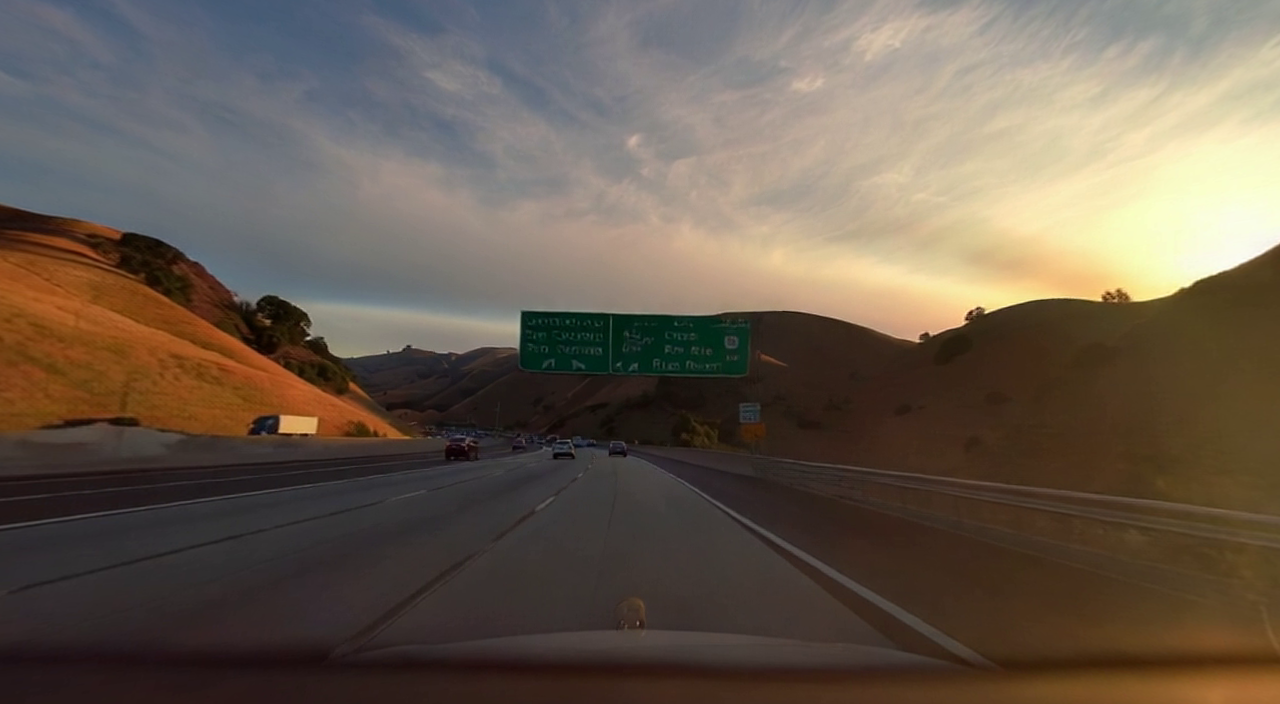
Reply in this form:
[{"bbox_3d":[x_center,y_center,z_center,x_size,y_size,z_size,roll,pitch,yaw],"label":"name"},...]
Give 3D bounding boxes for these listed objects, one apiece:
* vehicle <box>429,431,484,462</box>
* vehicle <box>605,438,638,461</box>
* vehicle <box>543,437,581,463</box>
[{"bbox_3d":[-12.080,6.281,41.846,2.219,1.923,4.985,0,-9,-1],"label":"vehicle"},{"bbox_3d":[-1.404,7.344,47.415,2.421,1.594,4.248,0,-9,-2],"label":"vehicle"},{"bbox_3d":[-5.105,6.492,41.658,2.060,1.631,4.214,0,-9,-1],"label":"vehicle"}]
